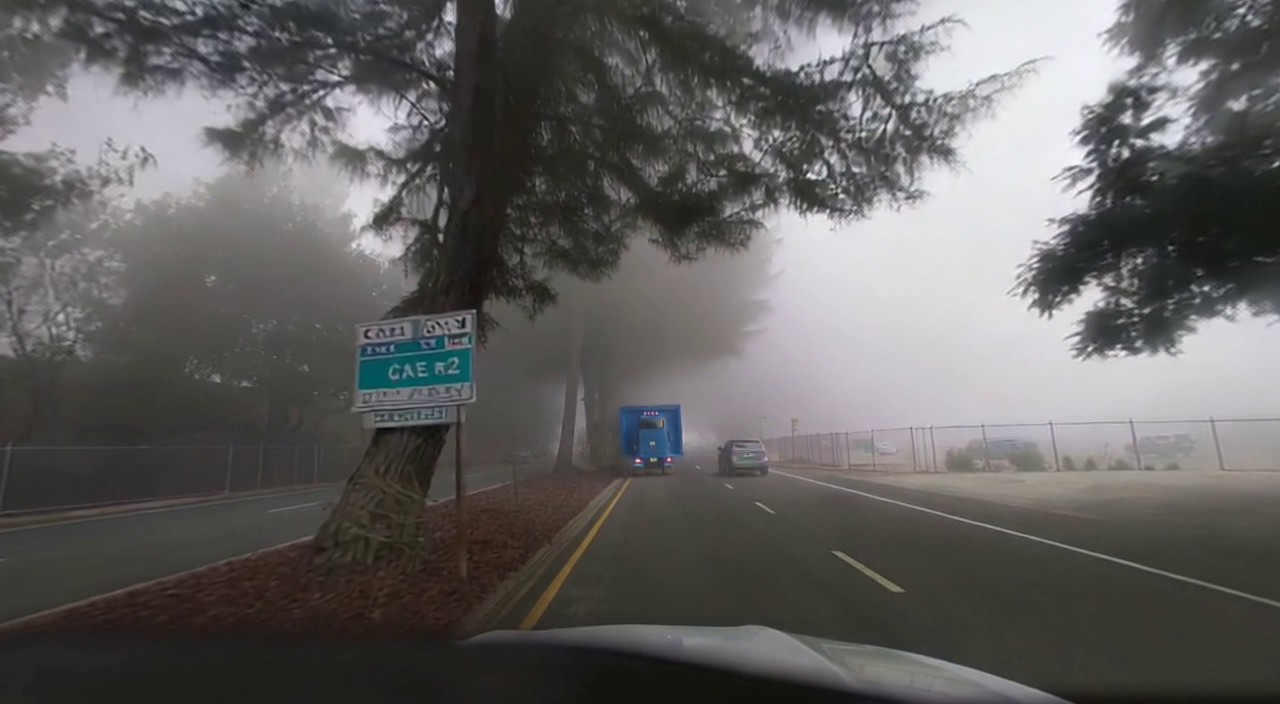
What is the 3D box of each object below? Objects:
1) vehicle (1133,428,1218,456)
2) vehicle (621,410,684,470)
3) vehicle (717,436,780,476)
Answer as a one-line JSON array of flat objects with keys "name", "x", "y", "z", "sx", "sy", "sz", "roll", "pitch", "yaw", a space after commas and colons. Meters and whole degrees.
[{"name": "vehicle", "x": 37.499, "y": 6.381, "z": 44.383, "sx": 2.389, "sy": 1.806, "sz": 5.792, "roll": -3, "pitch": -9, "yaw": 18}, {"name": "vehicle", "x": 0.708, "y": 4.952, "z": 35.317, "sx": 3.197, "sy": 2.963, "sz": 7.055, "roll": 0, "pitch": -8, "yaw": 1}, {"name": "vehicle", "x": 4.852, "y": 4.709, "z": 28.851, "sx": 2.151, "sy": 1.662, "sz": 4.543, "roll": 0, "pitch": -8, "yaw": 1}]
